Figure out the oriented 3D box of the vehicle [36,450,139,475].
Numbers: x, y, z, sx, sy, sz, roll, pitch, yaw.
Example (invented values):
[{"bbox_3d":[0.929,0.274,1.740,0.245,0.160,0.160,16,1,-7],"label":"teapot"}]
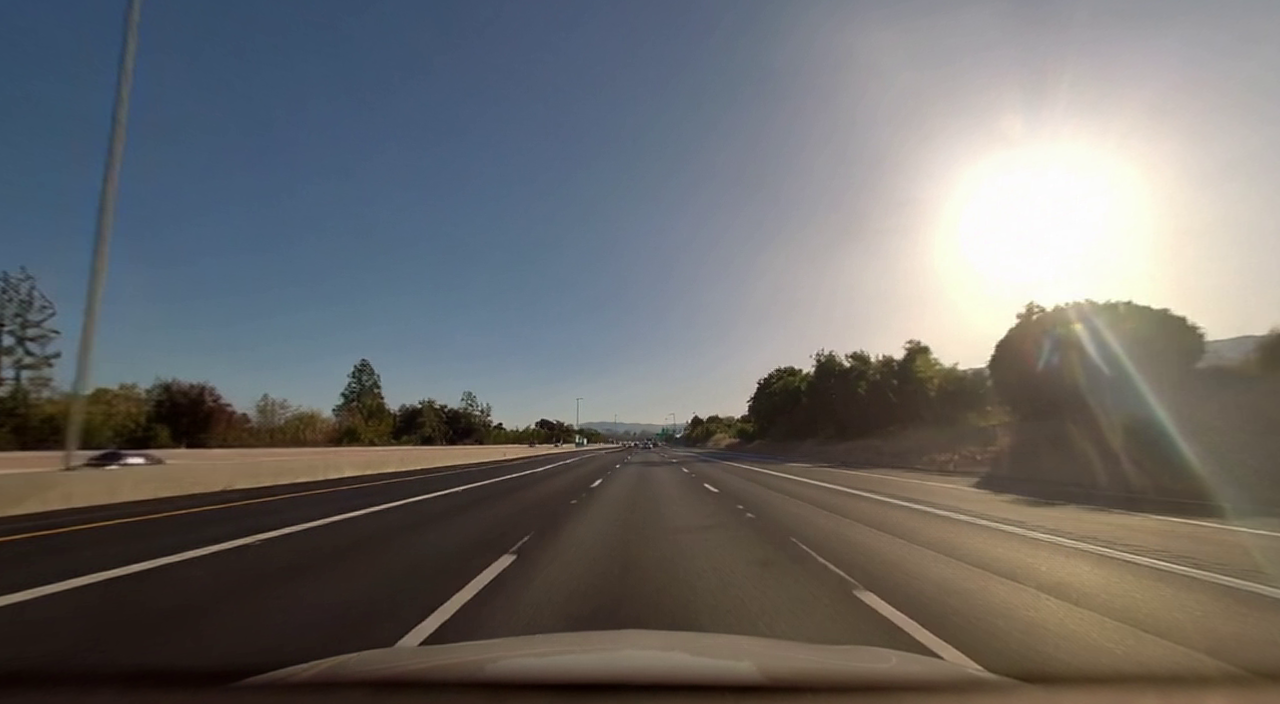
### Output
[{"bbox_3d":[-25.062,4.997,28.743,1.572,1.012,3.433,0,-8,1],"label":"vehicle"}]
